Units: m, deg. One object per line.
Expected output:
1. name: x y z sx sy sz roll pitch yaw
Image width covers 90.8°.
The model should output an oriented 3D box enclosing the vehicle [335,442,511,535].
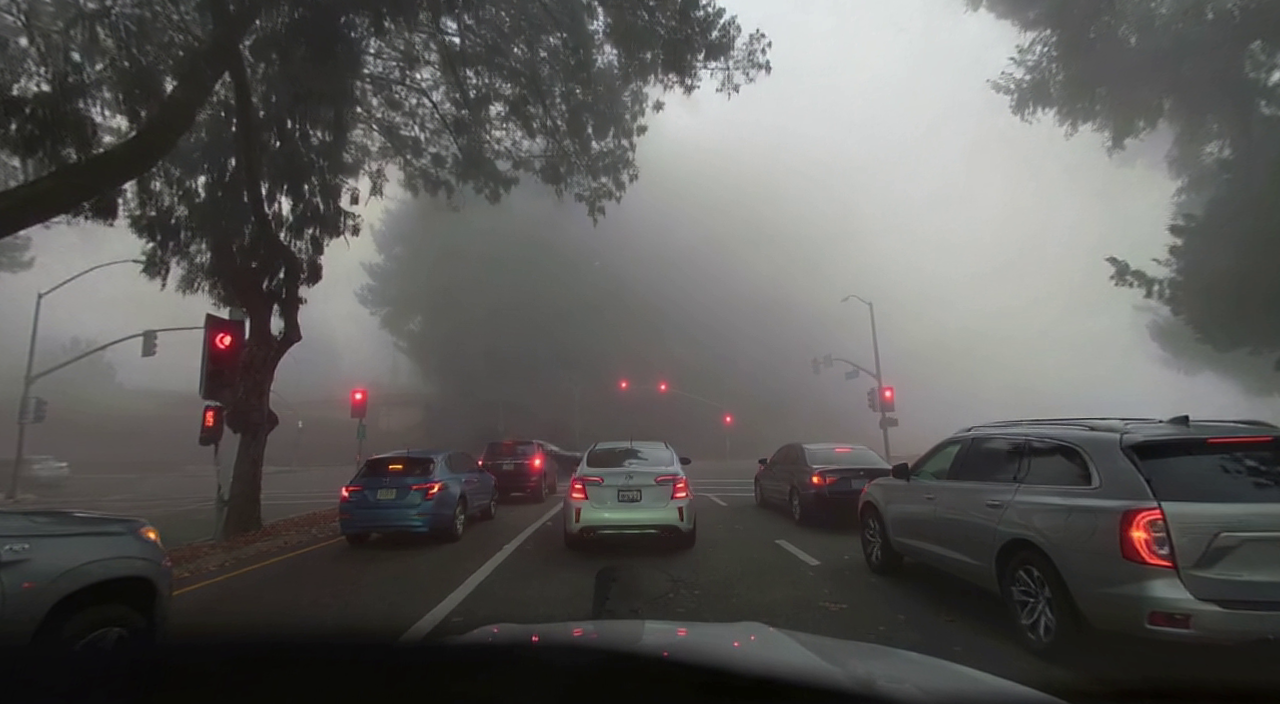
1. vehicle: -3.921 2.503 12.332 1.919 1.459 4.371 0 -8 -1

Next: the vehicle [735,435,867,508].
1. vehicle: 3.645 2.777 15.239 1.922 1.472 4.440 0 -8 -1

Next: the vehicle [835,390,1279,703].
1. vehicle: 3.382 1.302 5.414 1.933 1.564 4.600 0 -8 0

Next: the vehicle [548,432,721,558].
1. vehicle: -0.079 2.006 9.597 2.061 1.470 3.970 0 -8 0

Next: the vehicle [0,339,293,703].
1. vehicle: -3.669 0.831 2.538 2.047 1.764 4.369 0 -8 0
